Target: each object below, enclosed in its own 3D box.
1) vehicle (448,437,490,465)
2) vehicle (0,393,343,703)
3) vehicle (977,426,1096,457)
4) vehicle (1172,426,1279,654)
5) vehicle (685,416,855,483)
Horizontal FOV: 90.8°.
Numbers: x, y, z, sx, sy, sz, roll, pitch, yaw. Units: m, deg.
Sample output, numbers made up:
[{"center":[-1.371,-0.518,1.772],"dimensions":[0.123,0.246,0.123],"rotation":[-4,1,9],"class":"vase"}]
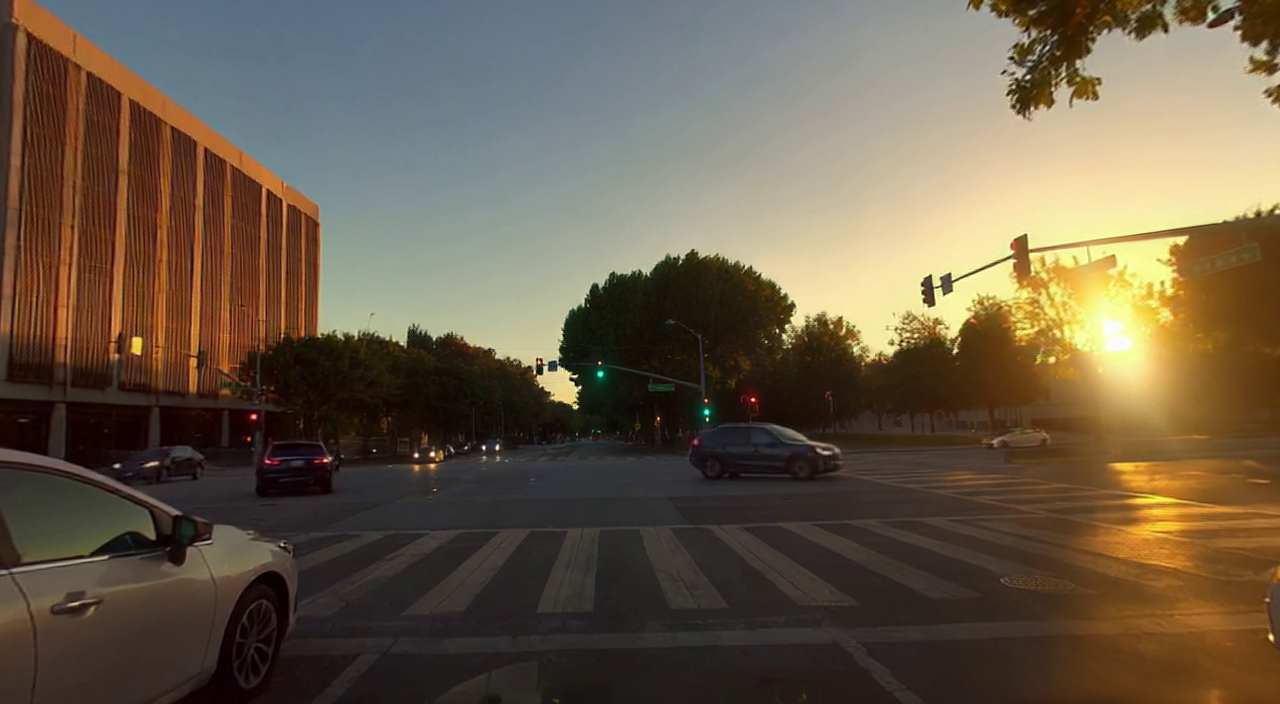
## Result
[{"center":[-12.804,7.413,47.520],"dimensions":[2.051,1.715,4.346],"rotation":[-3,-6,-2],"class":"vehicle"},{"center":[-3.067,0.894,2.144],"dimensions":[1.919,1.478,4.720],"rotation":[0,-8,-1],"class":"vehicle"},{"center":[19.875,4.510,31.791],"dimensions":[4.660,1.495,2.007],"rotation":[0,-8,-2],"class":"vehicle"},{"center":[4.931,0.980,2.518],"dimensions":[1.949,1.449,4.530],"rotation":[-1,-8,5],"class":"vehicle"},{"center":[4.064,3.062,19.935],"dimensions":[4.778,1.871,2.109],"rotation":[-5,-10,28],"class":"vehicle"}]
